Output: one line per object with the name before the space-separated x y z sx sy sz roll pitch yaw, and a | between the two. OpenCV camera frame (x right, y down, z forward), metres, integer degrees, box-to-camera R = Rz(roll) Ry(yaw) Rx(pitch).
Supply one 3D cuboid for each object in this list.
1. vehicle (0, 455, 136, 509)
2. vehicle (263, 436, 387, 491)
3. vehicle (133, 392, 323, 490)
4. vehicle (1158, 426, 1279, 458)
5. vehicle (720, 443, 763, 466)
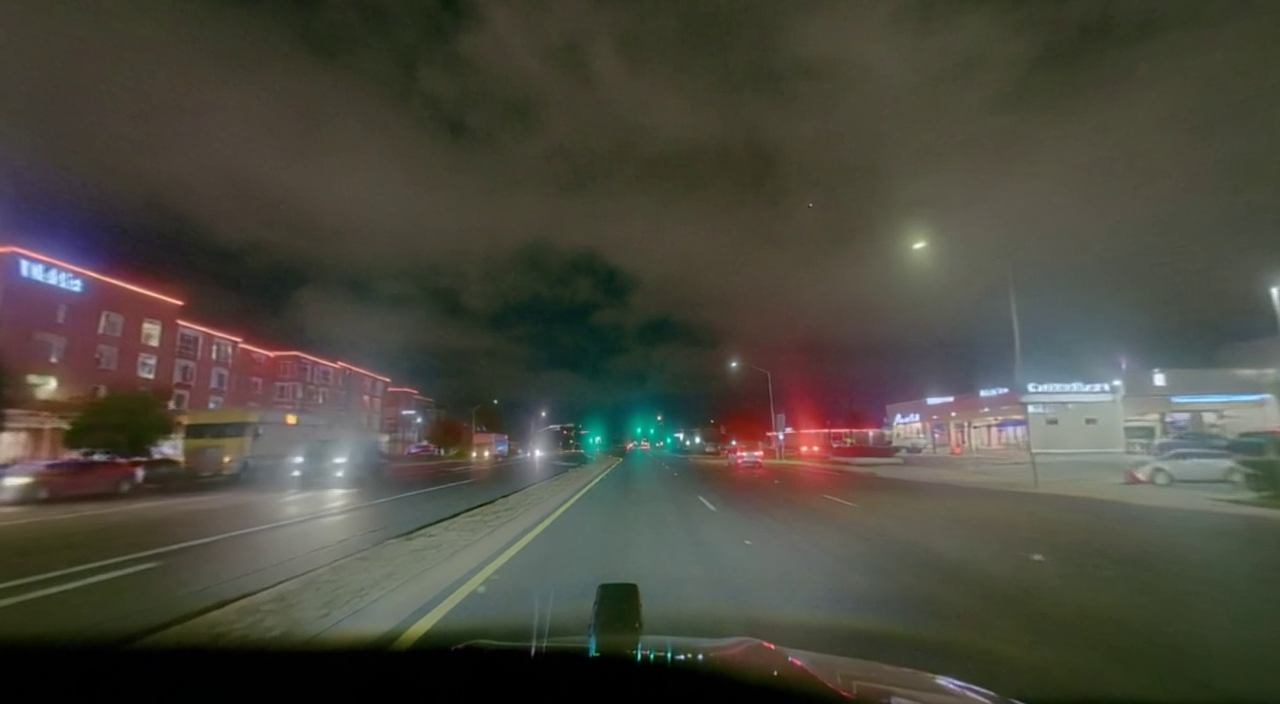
vehicle | -18.956 4.065 20.220 1.950 1.464 4.414 0 -9 0
vehicle | -11.575 4.119 23.708 2.134 1.806 4.843 0 -9 0
vehicle | -18.761 4.219 29.802 2.982 3.900 8.593 0 -9 1
vehicle | 29.772 4.710 32.764 1.796 1.485 4.667 -1 -9 0
vehicle | 6.496 6.630 41.022 1.916 1.437 4.327 0 -9 -2
